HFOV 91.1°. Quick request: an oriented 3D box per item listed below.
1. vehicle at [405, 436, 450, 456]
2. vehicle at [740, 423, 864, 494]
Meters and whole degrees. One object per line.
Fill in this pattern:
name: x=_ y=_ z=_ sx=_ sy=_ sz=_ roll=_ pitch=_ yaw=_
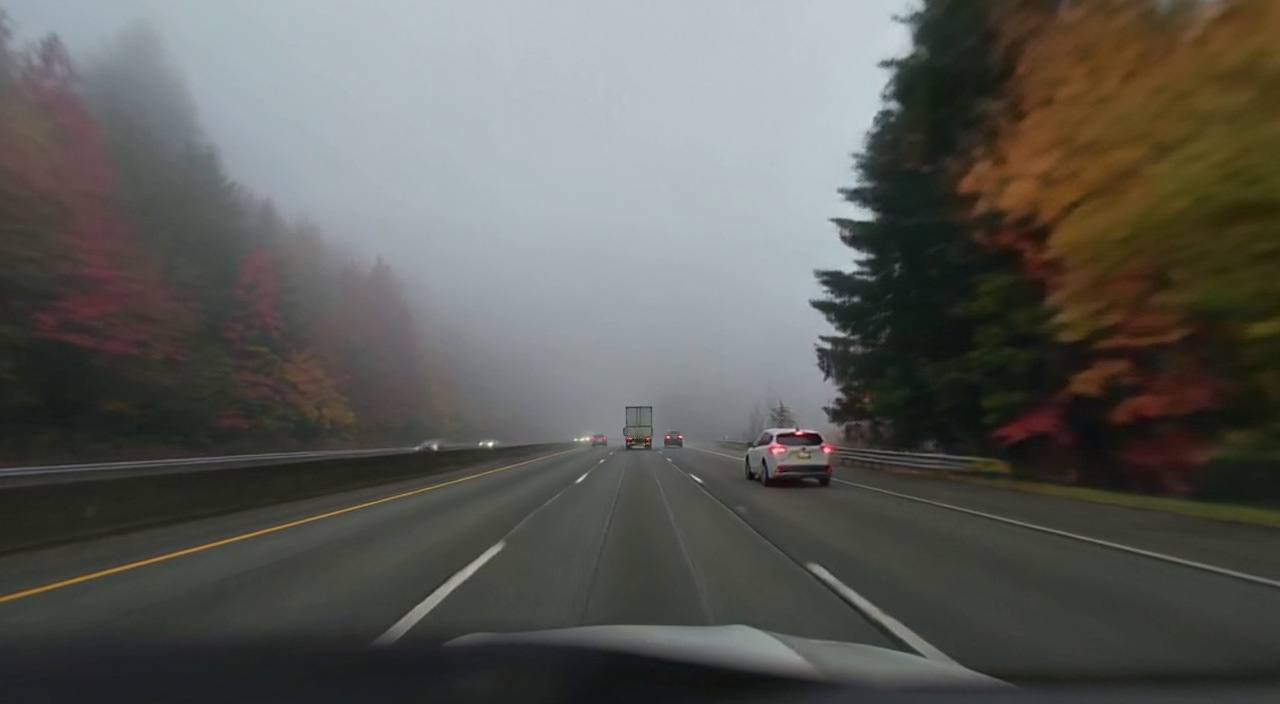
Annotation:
vehicle: x=-16.590 y=7.352 z=49.315 sx=1.928 sy=1.492 sz=4.607 roll=0 pitch=-8 yaw=0
vehicle: x=3.800 y=2.548 z=15.497 sx=1.882 sy=1.492 sz=3.958 roll=0 pitch=-8 yaw=-2
